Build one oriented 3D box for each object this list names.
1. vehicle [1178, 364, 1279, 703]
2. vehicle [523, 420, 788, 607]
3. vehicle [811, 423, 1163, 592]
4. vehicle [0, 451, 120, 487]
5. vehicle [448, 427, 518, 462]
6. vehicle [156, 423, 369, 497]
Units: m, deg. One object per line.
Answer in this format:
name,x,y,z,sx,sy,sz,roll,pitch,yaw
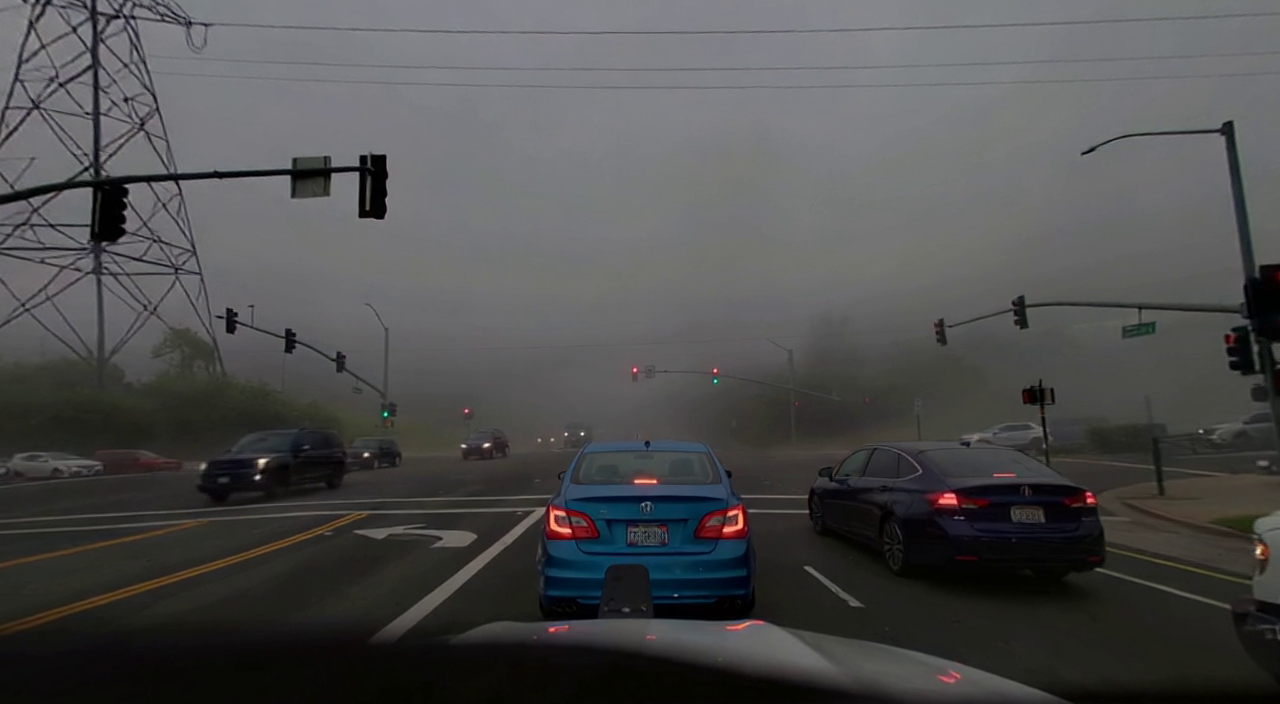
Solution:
vehicle,3.406,0.590,0.630,1.926,1.614,4.330,0,-8,1
vehicle,0.110,1.598,7.131,2.117,1.474,4.036,0,-8,0
vehicle,3.651,1.685,7.725,1.835,1.473,4.190,0,-8,-2
vehicle,-25.920,5.114,27.761,4.263,1.464,1.895,0,-8,-1
vehicle,-8.983,5.390,36.627,2.161,1.818,5.672,-1,-8,5
vehicle,-10.065,2.953,17.609,2.269,1.716,5.700,-1,-8,2
